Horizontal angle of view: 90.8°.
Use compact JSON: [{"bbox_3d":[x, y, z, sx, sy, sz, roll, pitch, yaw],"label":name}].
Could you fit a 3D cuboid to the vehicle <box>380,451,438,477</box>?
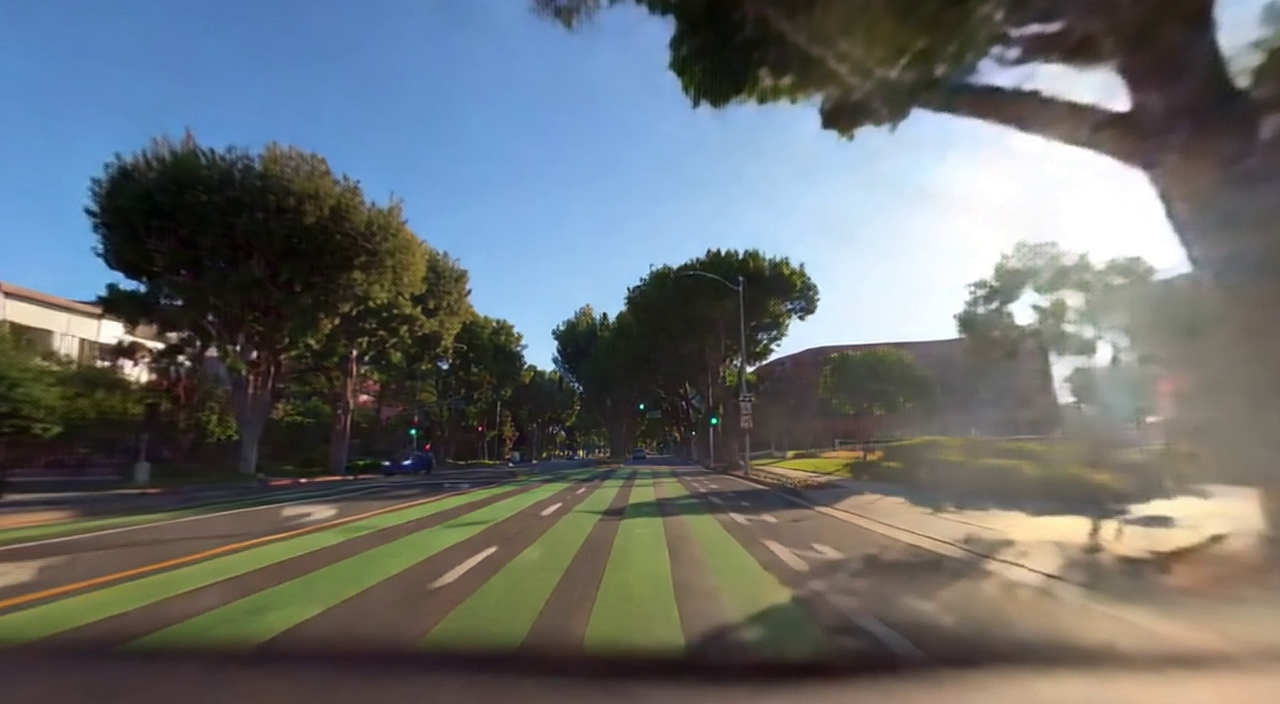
[{"bbox_3d":[-15.090,7.317,41.468,1.910,1.544,4.387,-1,-8,4],"label":"vehicle"}]
